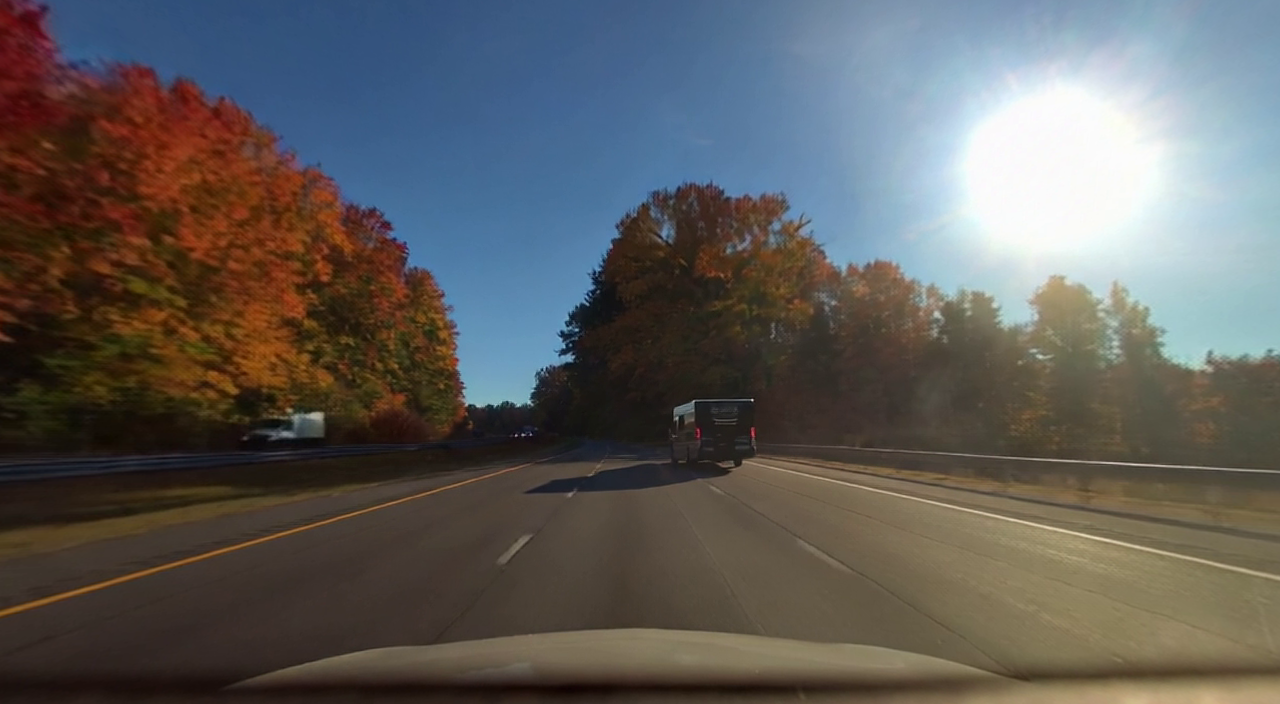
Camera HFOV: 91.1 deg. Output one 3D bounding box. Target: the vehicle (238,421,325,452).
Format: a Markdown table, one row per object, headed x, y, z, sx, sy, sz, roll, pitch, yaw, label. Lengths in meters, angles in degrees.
| x | y | z | sx | sy | sz | roll | pitch | yaw | label |
| --- | --- | --- | --- | --- | --- | --- | --- | --- | --- |
| -19.312 | 4.598 | 34.113 | 2.129 | 1.551 | 4.562 | 0 | -8 | -2 | vehicle |

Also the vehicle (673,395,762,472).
| x | y | z | sx | sy | sz | roll | pitch | yaw | label |
| --- | --- | --- | --- | --- | --- | --- | --- | --- | --- |
| 3.123 | 3.557 | 27.417 | 2.815 | 2.876 | 7.101 | 0 | -8 | -1 | vehicle |
